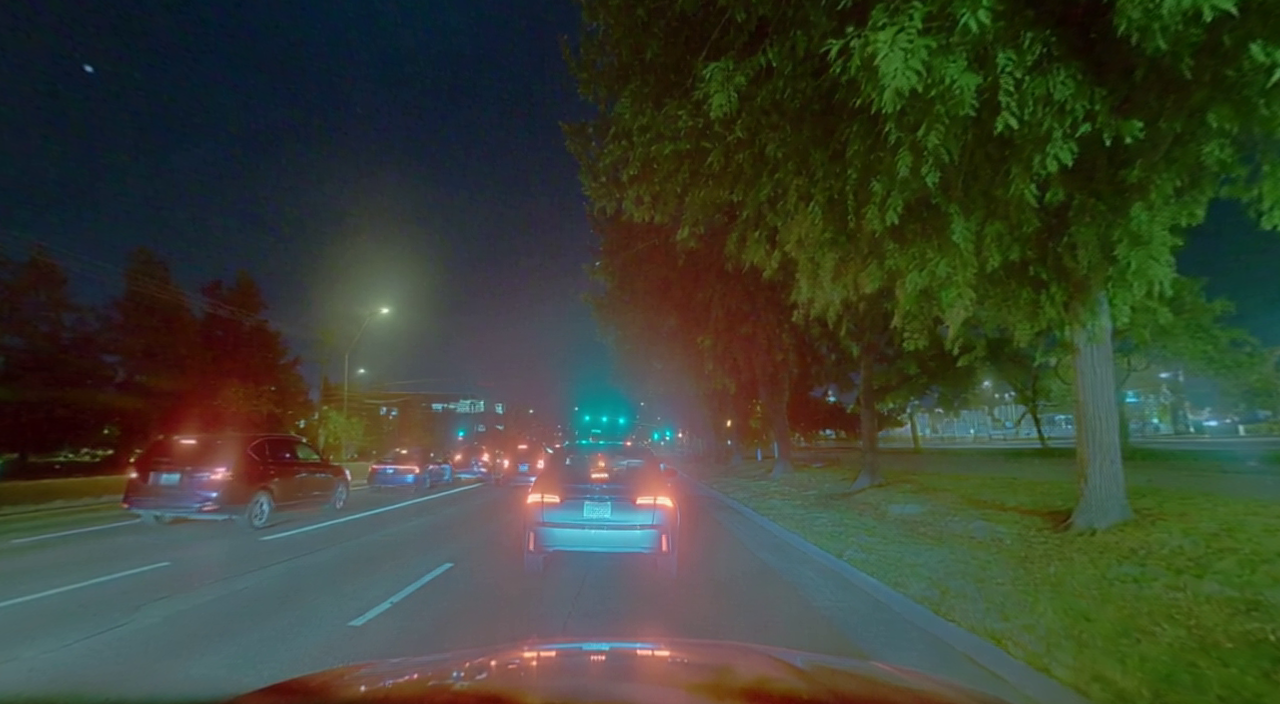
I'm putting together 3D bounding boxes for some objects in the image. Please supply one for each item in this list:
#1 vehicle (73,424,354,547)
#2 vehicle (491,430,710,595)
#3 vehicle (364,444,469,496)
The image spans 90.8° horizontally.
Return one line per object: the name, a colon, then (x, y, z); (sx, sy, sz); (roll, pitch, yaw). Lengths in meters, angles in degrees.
vehicle: (-7.290, 2.290, 11.512); (2.068, 1.784, 4.224); (0, -9, 1)
vehicle: (-0.376, 1.816, 8.015); (2.066, 1.544, 3.954); (0, -9, 0)
vehicle: (-7.336, 3.885, 21.258); (1.851, 1.532, 4.279); (0, -9, 2)
